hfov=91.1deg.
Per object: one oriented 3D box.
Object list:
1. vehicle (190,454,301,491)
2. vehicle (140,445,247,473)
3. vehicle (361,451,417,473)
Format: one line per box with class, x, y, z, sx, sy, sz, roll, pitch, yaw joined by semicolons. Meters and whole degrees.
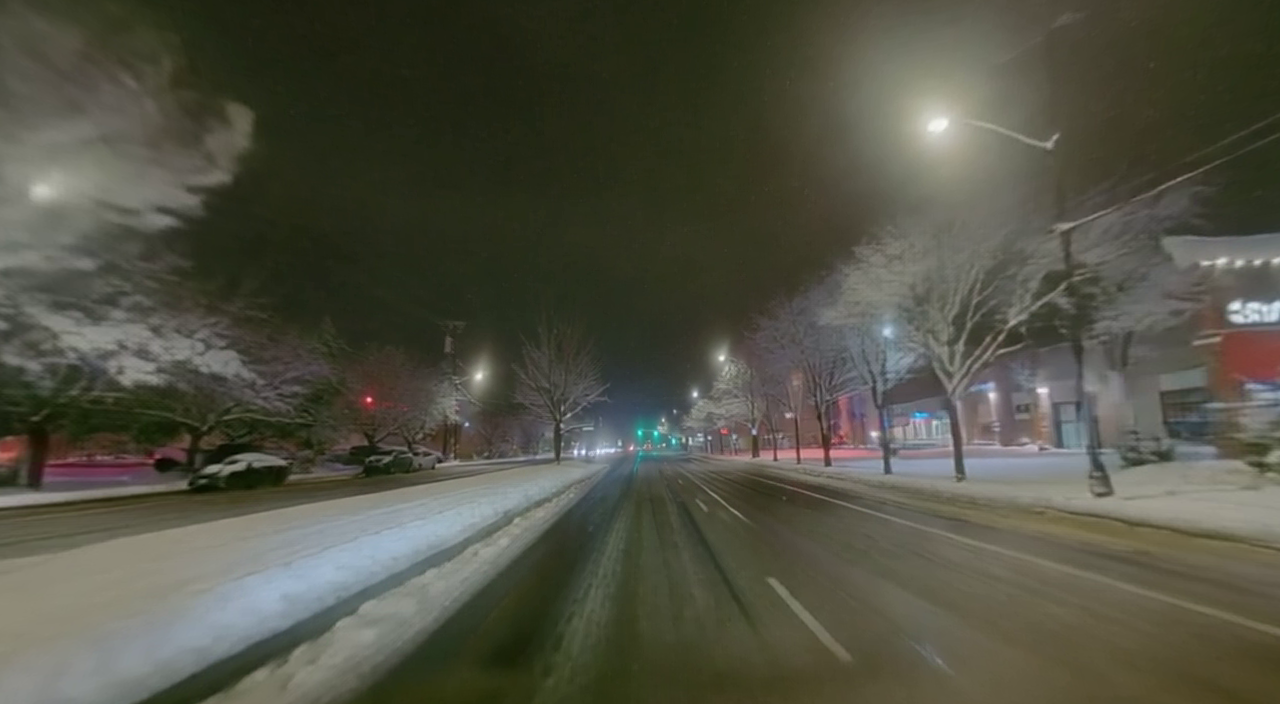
vehicle;-18.906;5.776;30.413;2.121;1.567;5.042;0;-9;0
vehicle;-26.519;6.361;37.460;4.727;1.611;1.960;1;-9;-7
vehicle;-18.692;8.188;47.039;2.034;1.562;4.828;-1;-9;3
